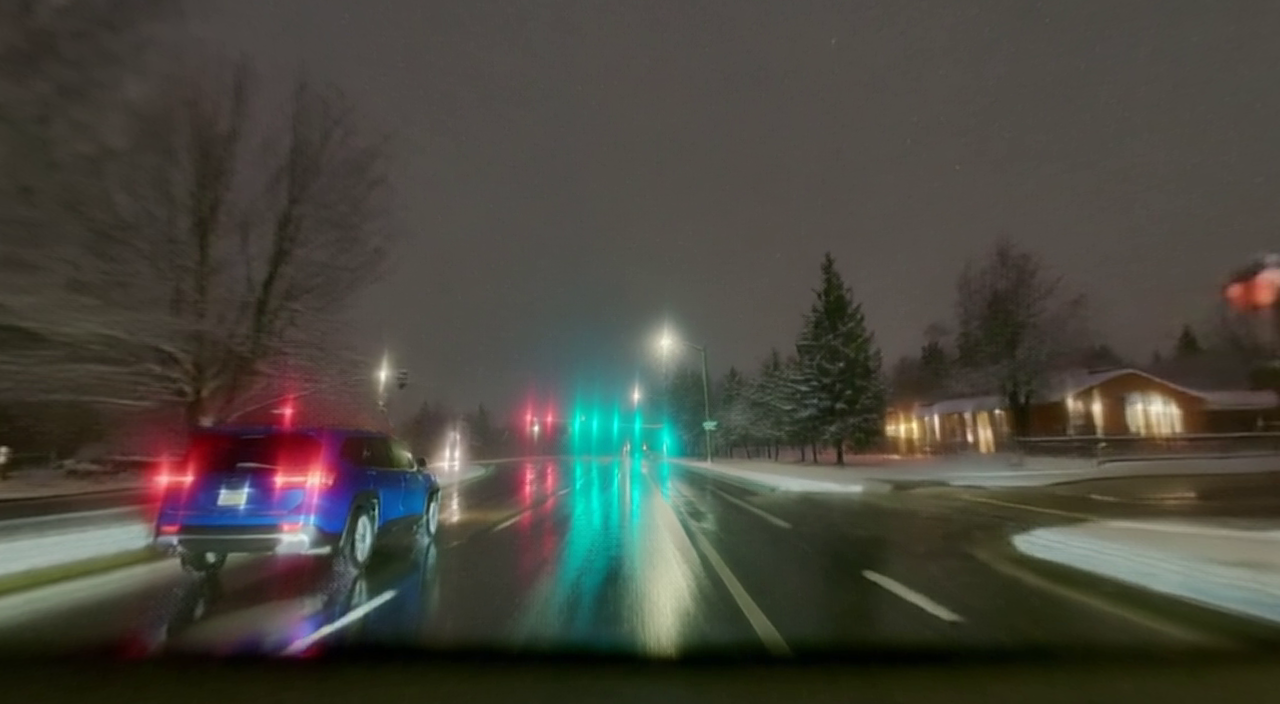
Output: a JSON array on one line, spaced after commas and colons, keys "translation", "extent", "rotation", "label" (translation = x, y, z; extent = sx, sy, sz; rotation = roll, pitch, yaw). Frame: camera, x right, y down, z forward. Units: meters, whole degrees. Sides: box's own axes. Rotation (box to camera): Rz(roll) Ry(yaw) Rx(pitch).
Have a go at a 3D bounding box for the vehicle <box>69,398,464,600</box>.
[{"translation": [-3.860, 1.623, 7.748], "extent": [2.121, 1.724, 4.392], "rotation": [1, -9, 0], "label": "vehicle"}]
